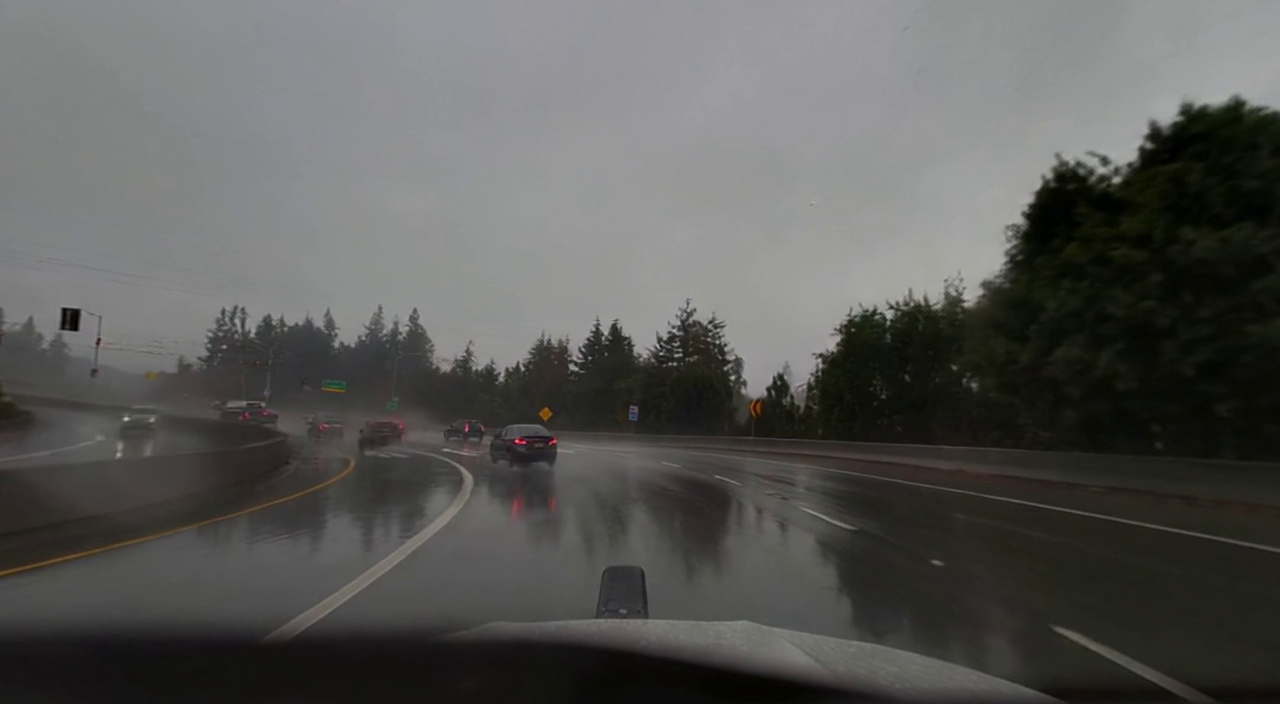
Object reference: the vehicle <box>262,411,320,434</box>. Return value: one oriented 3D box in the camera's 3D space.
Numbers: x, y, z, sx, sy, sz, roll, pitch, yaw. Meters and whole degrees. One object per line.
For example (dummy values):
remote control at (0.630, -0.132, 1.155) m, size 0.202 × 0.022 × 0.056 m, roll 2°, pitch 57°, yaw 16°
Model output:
vehicle at (-26.162, 5.323, 47.265) m, size 4.623 × 1.501 × 2.033 m, roll -7°, pitch -11°, yaw 37°

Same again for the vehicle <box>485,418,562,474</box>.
vehicle at (-4.149, 3.248, 21.926) m, size 2.140 × 1.724 × 4.304 m, roll 2°, pitch -9°, yaw -16°
